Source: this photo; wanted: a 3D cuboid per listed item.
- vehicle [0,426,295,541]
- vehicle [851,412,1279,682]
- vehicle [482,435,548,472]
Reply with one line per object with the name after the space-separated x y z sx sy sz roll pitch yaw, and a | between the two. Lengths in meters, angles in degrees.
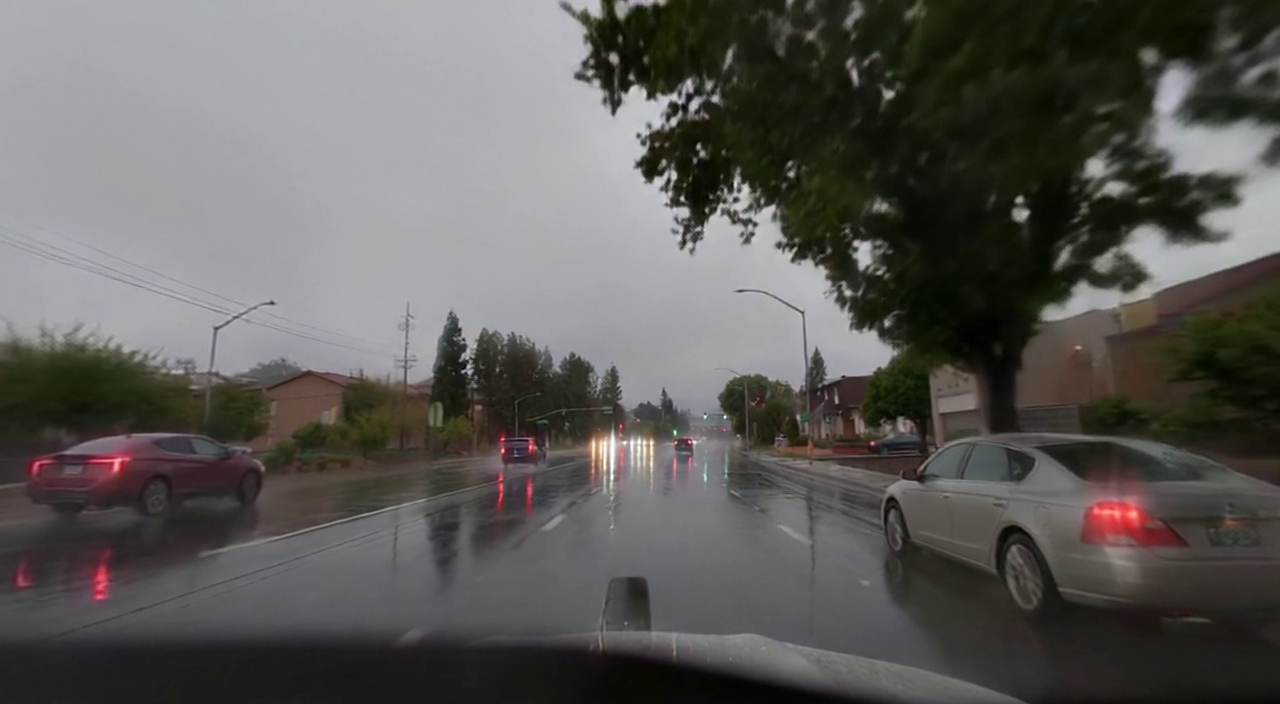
-8.139 2.132 10.913 1.951 1.554 4.444 0 -8 -3 | vehicle
3.746 1.435 5.931 2.003 1.494 4.705 0 -8 1 | vehicle
-5.809 4.769 29.846 1.988 1.597 4.404 -1 -8 4 | vehicle
